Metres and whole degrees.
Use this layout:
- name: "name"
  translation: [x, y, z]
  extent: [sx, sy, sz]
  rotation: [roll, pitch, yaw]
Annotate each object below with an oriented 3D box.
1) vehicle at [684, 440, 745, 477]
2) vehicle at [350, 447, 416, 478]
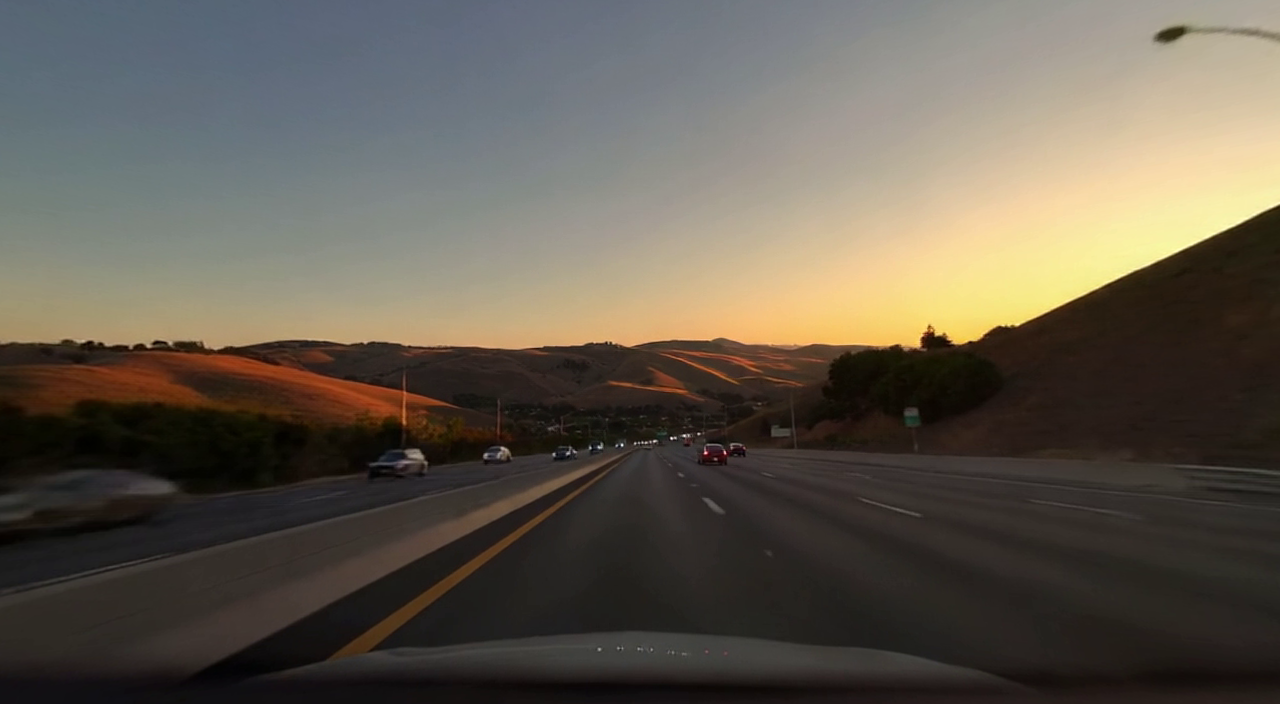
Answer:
- name: "vehicle"
  translation: [3.027, 4.460, 26.669]
  extent: [2.044, 1.444, 4.216]
  rotation: [0, -8, 0]
- name: "vehicle"
  translation: [-15.266, 6.569, 37.721]
  extent: [1.967, 1.691, 4.497]
  rotation: [0, -8, 1]
